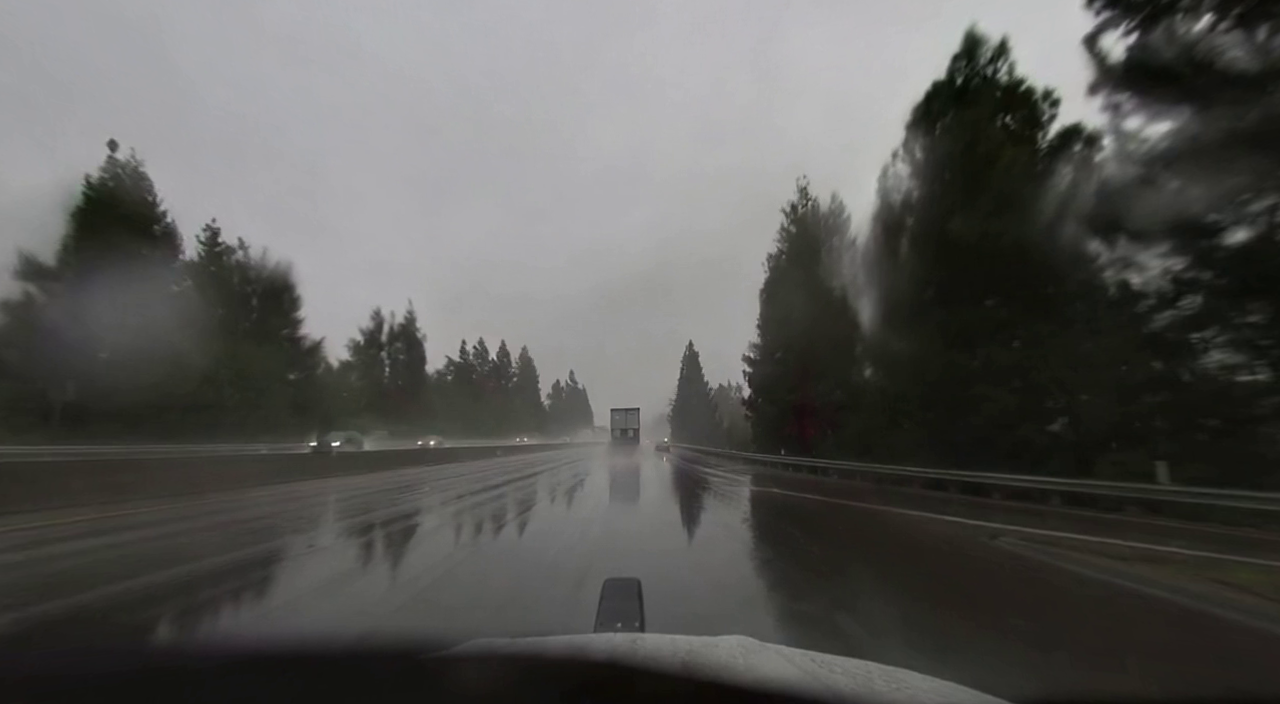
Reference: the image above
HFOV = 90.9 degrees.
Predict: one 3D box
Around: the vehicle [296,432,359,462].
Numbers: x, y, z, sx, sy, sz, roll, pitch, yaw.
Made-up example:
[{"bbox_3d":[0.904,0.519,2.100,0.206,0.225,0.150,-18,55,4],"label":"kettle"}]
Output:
[{"bbox_3d":[-19.913,6.046,40.371,2.157,1.776,4.374,0,-7,-6],"label":"vehicle"}]
